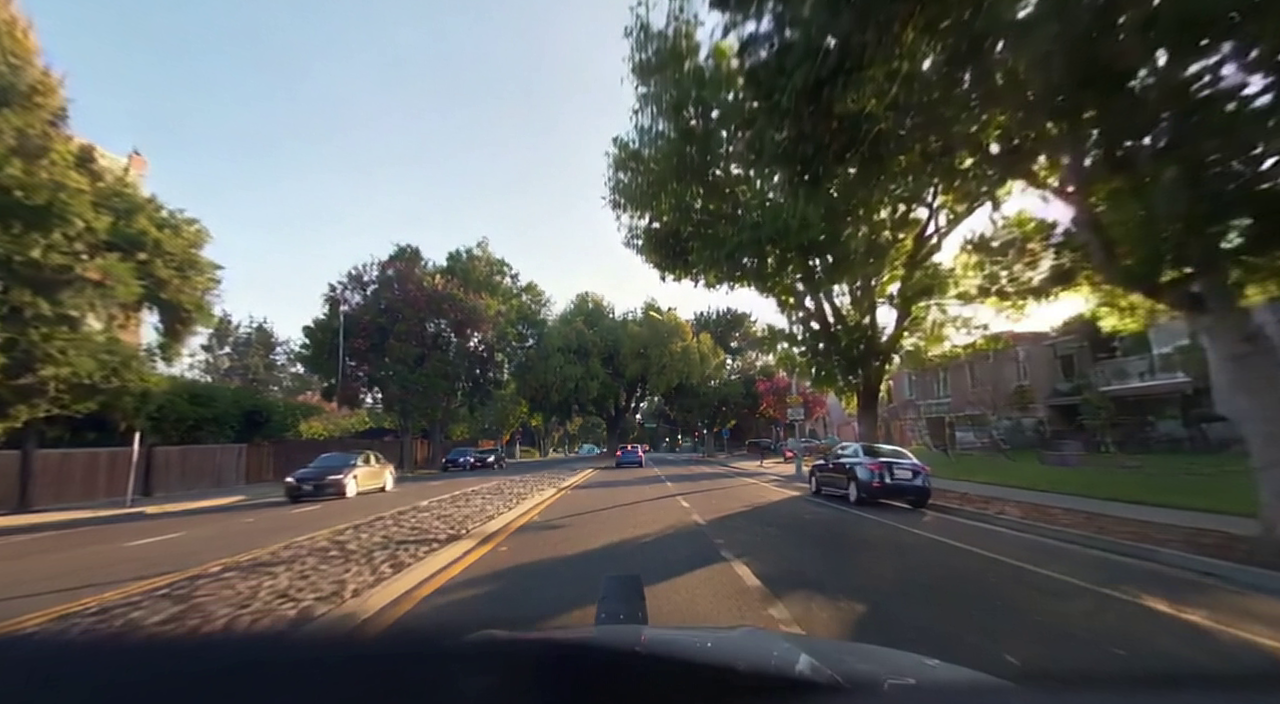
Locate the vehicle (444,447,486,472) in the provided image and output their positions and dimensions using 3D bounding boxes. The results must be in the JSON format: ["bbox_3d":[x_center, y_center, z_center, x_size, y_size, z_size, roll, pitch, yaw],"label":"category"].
[{"bbox_3d":[-13.448,8.246,48.686,1.957,1.754,4.393,0,-9,0],"label":"vehicle"}]

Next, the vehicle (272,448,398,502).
[{"bbox_3d":[-9.825,3.968,20.810,1.992,1.547,4.292,0,-9,0],"label":"vehicle"}]

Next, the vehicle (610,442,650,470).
[{"bbox_3d":[-0.559,5.776,35.234,2.104,1.462,3.991,0,-9,-1],"label":"vehicle"}]

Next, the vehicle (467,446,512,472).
[{"bbox_3d":[-10.043,7.134,42.433,1.945,1.629,4.197,0,-9,0],"label":"vehicle"}]

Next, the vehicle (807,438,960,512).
[{"bbox_3d":[5.732,2.935,15.531,1.926,1.555,4.106,0,-9,-3],"label":"vehicle"}]
